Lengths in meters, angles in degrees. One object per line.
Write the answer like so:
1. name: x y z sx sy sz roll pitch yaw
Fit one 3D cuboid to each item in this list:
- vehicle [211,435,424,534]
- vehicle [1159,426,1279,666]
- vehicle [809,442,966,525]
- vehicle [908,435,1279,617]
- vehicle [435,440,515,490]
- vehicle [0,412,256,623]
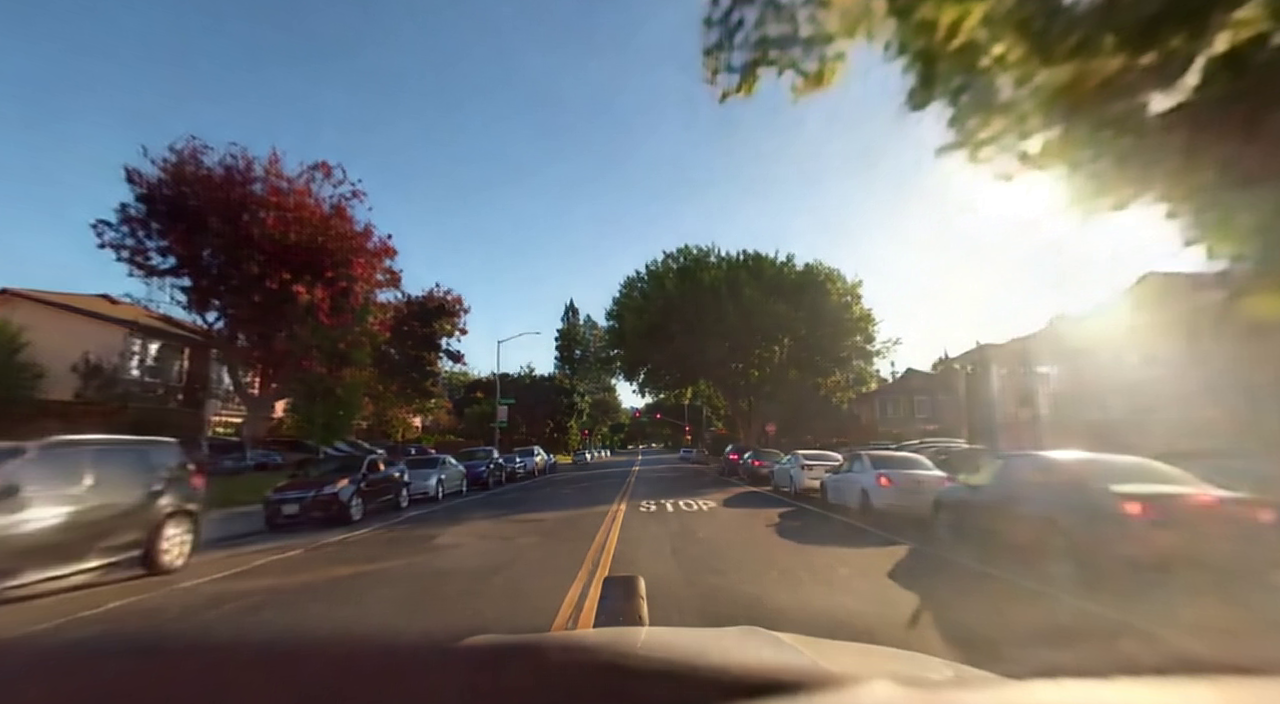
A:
1. vehicle: -6.331 2.628 13.205 1.947 1.665 4.716 0 -9 0
2. vehicle: 4.950 1.000 2.508 1.861 1.490 4.619 0 -9 0
3. vehicle: 5.059 2.714 13.577 1.729 1.479 4.101 0 -9 0
4. vehicle: 5.143 1.813 7.646 1.747 1.486 4.672 0 -9 0
5. vehicle: -6.262 4.336 24.536 1.904 1.727 4.530 0 -9 -1
6. vehicle: -6.434 1.547 6.116 2.033 1.759 5.372 -1 -9 0
